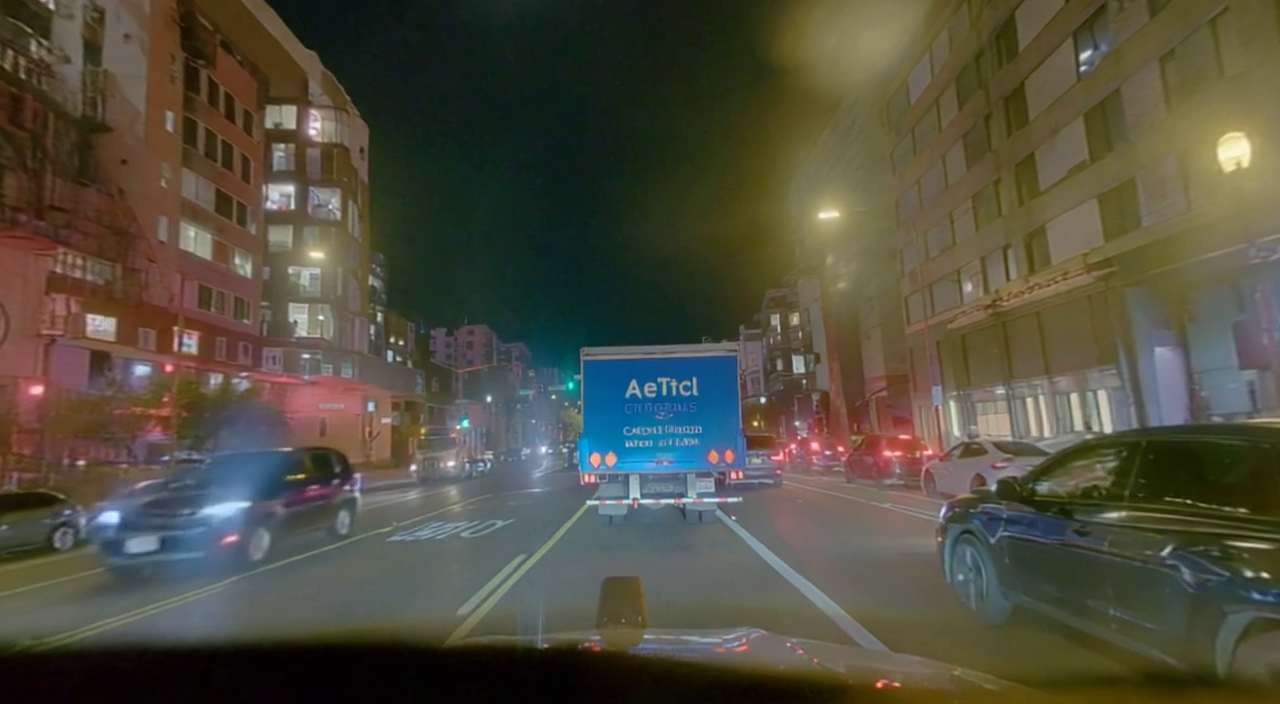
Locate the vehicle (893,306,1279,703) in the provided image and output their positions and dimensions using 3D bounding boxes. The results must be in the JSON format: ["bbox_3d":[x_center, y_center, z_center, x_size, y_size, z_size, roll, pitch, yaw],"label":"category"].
[{"bbox_3d":[3.364,0.910,3.415,2.104,1.786,4.498,0,-9,1],"label":"vehicle"}]

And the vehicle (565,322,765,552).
[{"bbox_3d":[0.203,1.509,11.157,2.517,2.926,6.177,0,-9,-2],"label":"vehicle"}]

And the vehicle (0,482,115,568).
[{"bbox_3d":[-13.512,3.547,12.771,1.901,1.508,4.405,0,-9,-1],"label":"vehicle"}]

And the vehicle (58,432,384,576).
[{"bbox_3d":[-5.967,2.162,9.814,2.046,1.711,4.320,0,-9,1],"label":"vehicle"}]

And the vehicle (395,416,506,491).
[{"bbox_3d":[-9.079,5.005,31.255,2.883,3.199,7.964,0,-9,1],"label":"vehicle"}]
